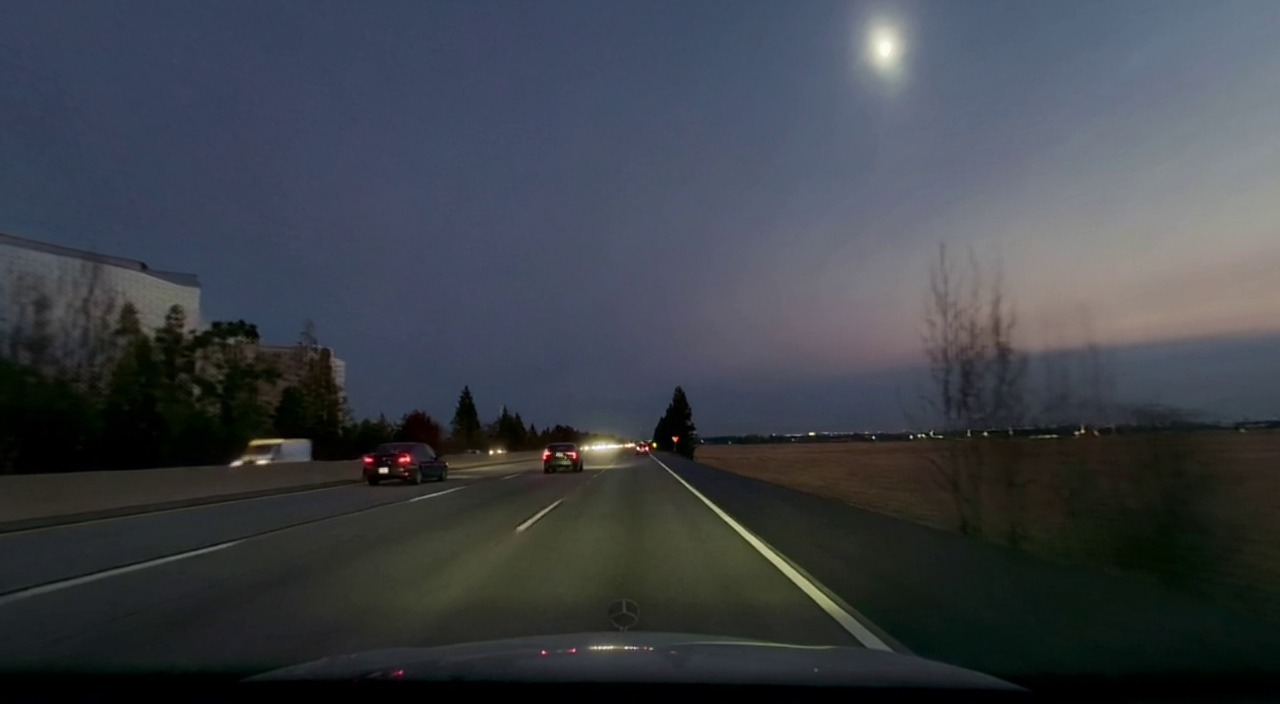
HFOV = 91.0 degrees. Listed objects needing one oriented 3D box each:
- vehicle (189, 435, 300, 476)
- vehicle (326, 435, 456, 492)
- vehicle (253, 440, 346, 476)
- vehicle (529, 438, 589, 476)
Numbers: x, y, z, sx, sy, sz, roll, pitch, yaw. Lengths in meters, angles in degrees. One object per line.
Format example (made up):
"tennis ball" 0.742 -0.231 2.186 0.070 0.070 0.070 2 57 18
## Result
"vehicle" -23.127 6.074 37.259 2.351 2.215 6.293 0 -8 1
"vehicle" -7.483 3.380 19.538 2.034 1.523 4.627 0 -8 1
"vehicle" -15.927 4.967 29.790 1.859 1.526 4.501 0 -8 0
"vehicle" -3.700 4.896 29.610 2.083 1.588 4.801 0 -8 1
